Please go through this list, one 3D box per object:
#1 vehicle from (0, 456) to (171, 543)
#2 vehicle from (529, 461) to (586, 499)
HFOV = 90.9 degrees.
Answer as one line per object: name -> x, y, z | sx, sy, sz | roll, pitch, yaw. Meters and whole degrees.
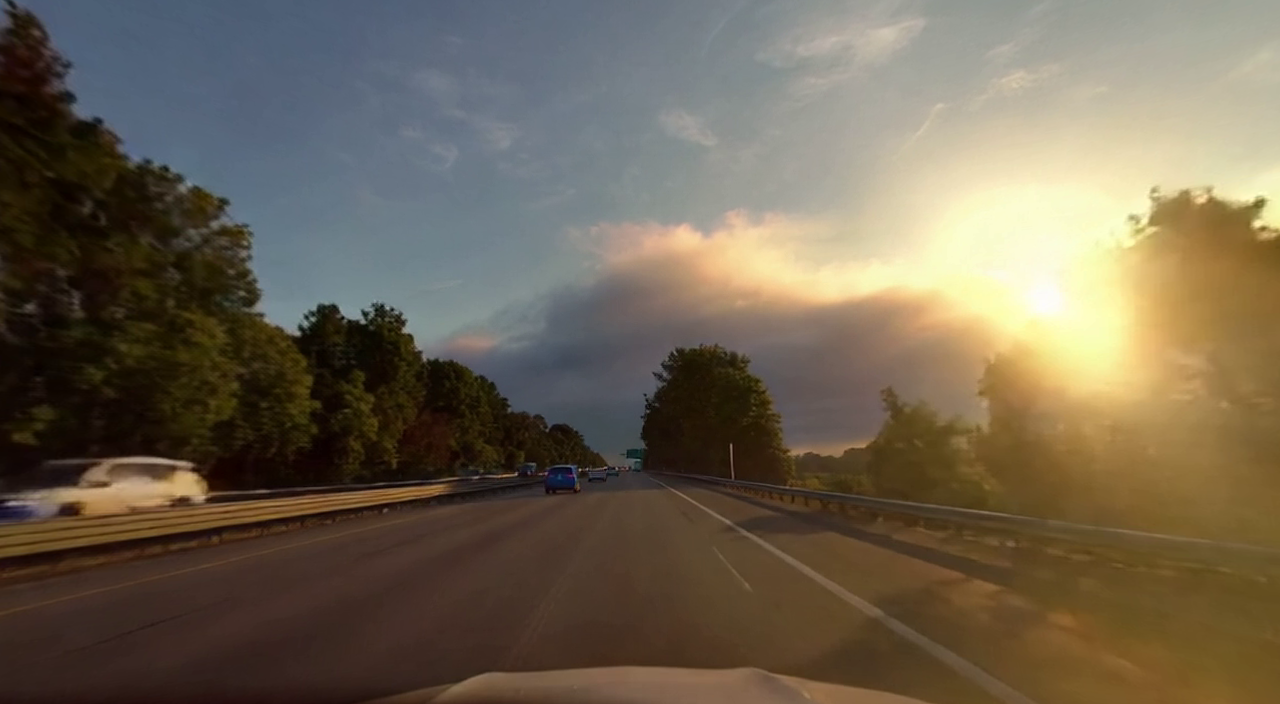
vehicle -> -12.434, 2.959, 13.033 | 2.012, 1.522, 4.405 | 1, -10, 0
vehicle -> -3.768, 5.965, 29.653 | 2.068, 1.592, 4.479 | 1, -10, 0
